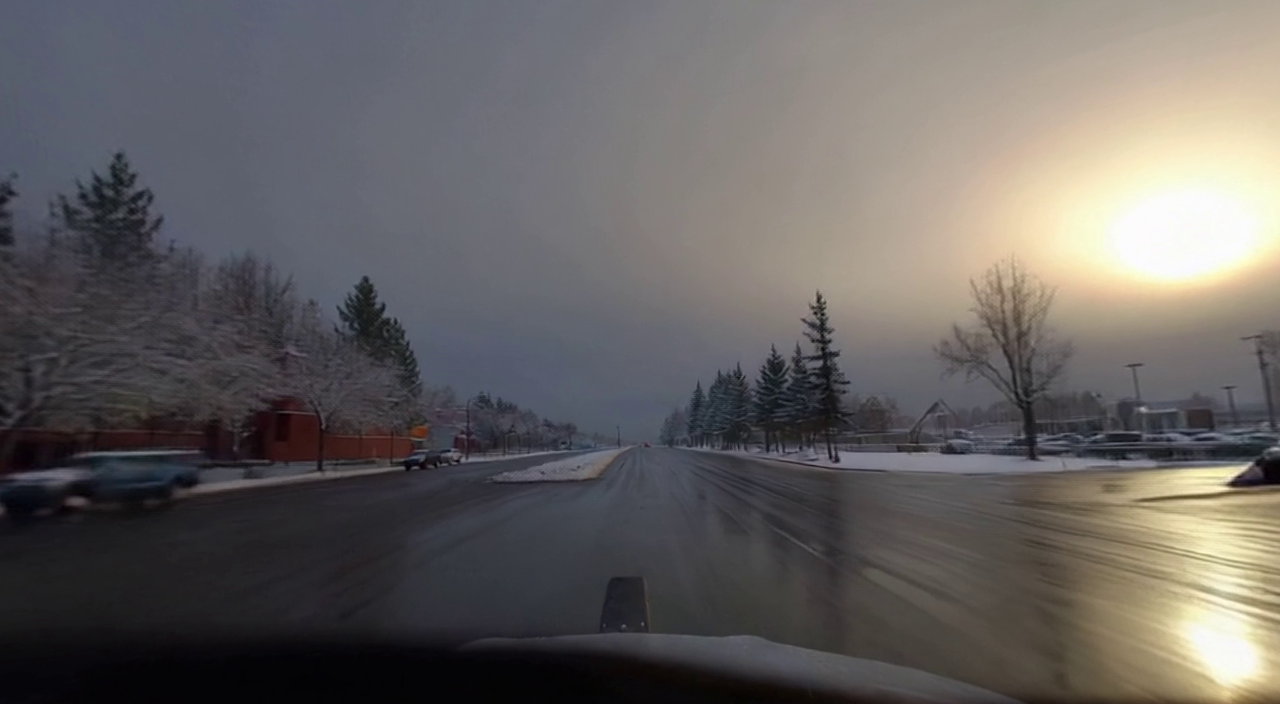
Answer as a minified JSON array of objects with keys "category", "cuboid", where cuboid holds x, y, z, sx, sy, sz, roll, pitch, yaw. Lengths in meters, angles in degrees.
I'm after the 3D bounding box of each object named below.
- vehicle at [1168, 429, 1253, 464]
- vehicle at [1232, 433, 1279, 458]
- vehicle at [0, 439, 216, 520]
[{"category":"vehicle","cuboid":[29.987,4.970,33.074,5.036,1.698,2.031,6,-10,-35]},{"category":"vehicle","cuboid":[38.344,5.746,38.688,3.920,1.437,1.914,6,-10,-33]},{"category":"vehicle","cuboid":[-15.475,3.511,18.232,2.209,1.931,5.813,0,-8,2]}]
